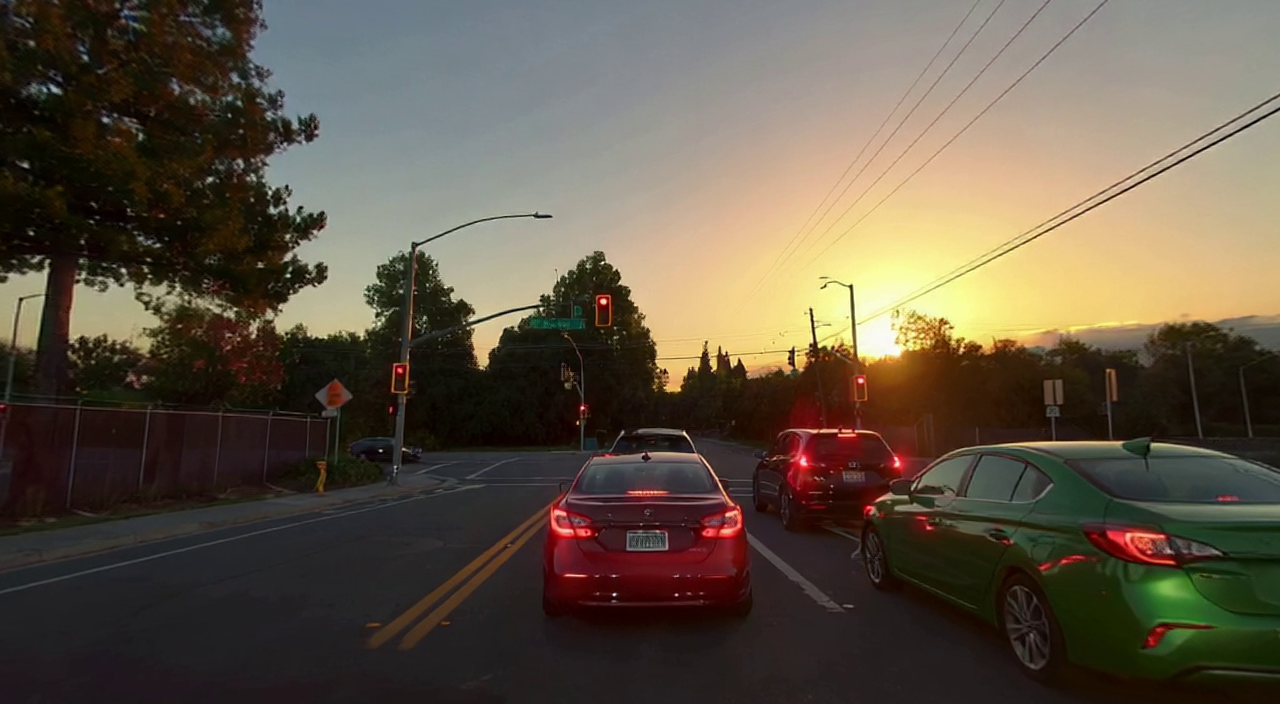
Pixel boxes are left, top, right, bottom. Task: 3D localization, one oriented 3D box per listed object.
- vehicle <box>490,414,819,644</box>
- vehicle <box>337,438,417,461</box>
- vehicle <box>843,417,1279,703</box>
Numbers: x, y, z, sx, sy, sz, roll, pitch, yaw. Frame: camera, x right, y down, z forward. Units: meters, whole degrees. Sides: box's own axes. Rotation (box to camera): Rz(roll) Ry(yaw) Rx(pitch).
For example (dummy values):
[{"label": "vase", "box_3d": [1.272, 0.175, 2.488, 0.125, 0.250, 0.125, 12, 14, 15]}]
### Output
[{"label": "vehicle", "box_3d": [0.058, 1.493, 6.422, 2.170, 1.497, 4.369, 0, -8, -1]}, {"label": "vehicle", "box_3d": [-17.253, 6.414, 41.450, 4.406, 1.458, 1.892, -1, -8, 7]}, {"label": "vehicle", "box_3d": [3.079, 1.241, 4.128, 2.027, 1.432, 4.431, 0, -8, 0]}]
